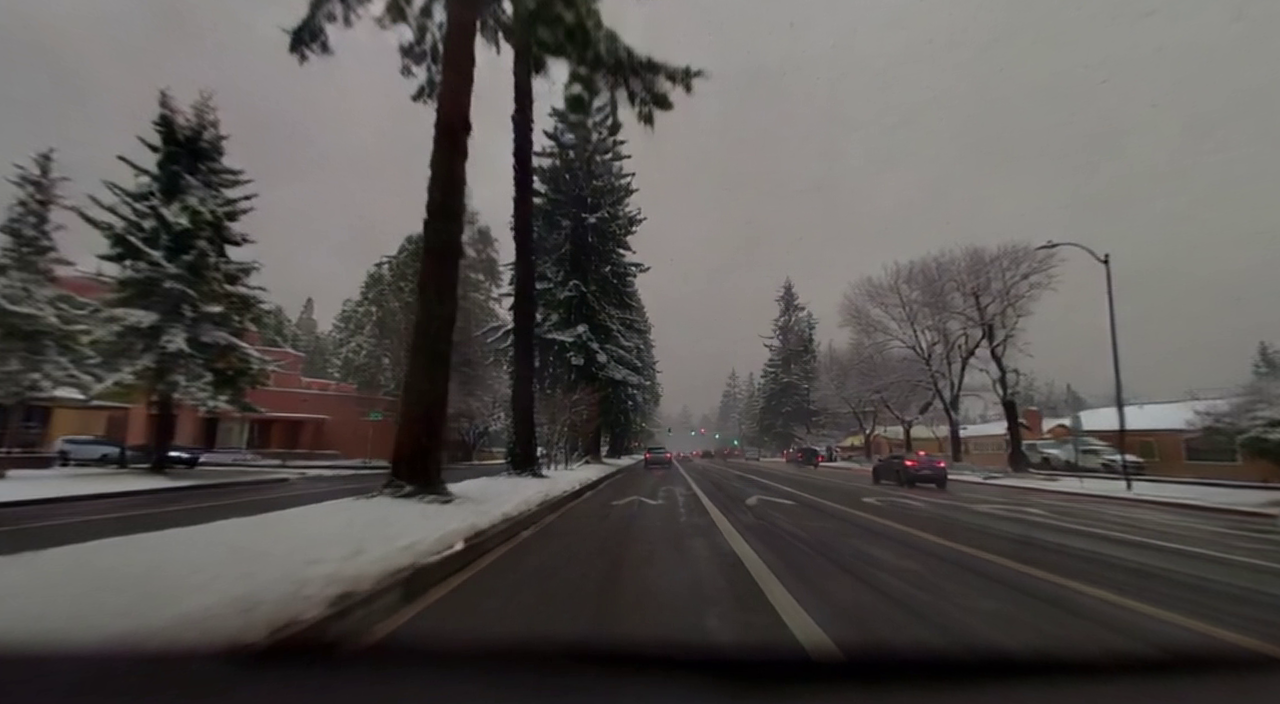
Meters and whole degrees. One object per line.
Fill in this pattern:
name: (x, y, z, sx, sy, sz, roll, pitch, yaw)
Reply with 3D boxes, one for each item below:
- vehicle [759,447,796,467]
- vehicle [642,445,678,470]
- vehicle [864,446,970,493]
vehicle: (10.542, 8.049, 48.743, 1.888, 1.472, 4.350, 0, -8, 0)
vehicle: (1.206, 6.498, 39.187, 2.077, 1.477, 3.897, 0, -8, 1)
vehicle: (9.634, 4.089, 22.373, 2.020, 1.472, 3.958, 0, -8, 1)
